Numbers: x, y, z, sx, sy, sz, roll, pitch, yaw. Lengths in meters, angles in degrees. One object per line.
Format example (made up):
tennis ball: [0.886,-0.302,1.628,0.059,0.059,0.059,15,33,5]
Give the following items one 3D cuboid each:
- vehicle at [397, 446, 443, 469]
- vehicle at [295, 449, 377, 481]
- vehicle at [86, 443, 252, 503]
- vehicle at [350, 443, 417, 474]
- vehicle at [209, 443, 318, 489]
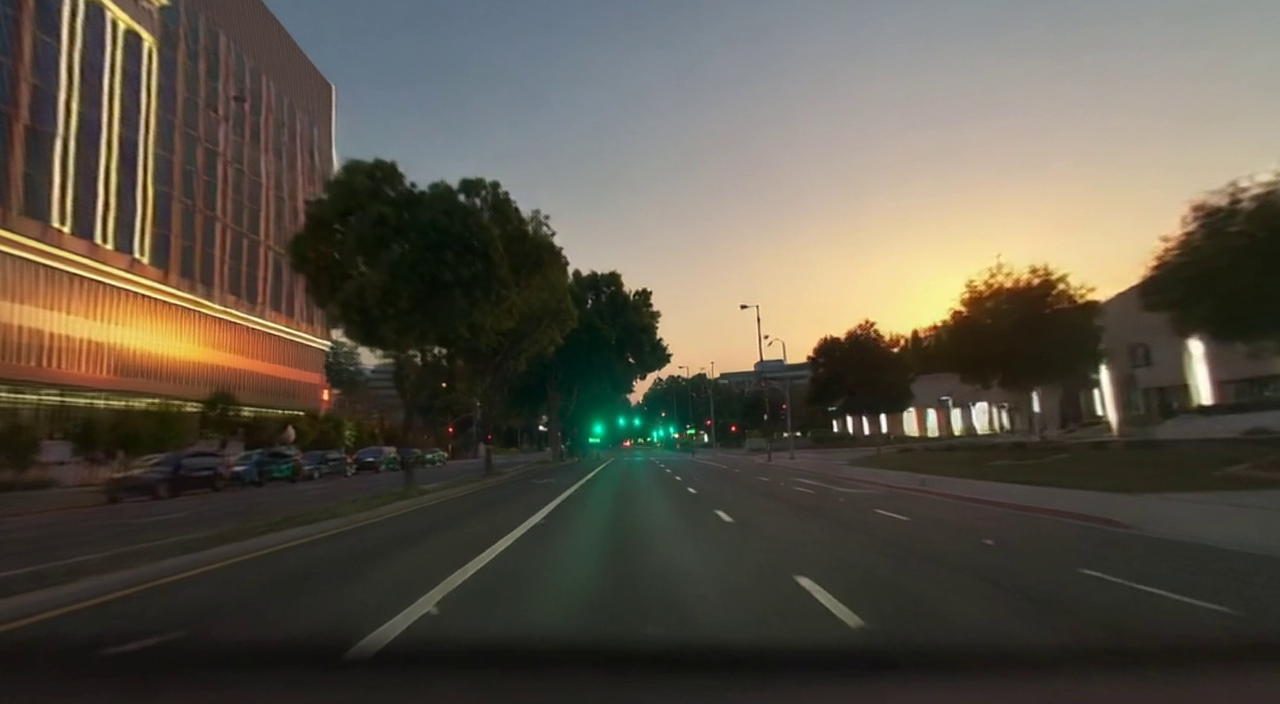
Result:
vehicle: [-15.831,7.609,45.701,1.831,1.599,4.080,0,-8,0]
vehicle: [-15.445,5.730,32.401,1.776,1.468,5.089,0,-8,-1]
vehicle: [-15.515,3.963,21.268,1.950,1.749,5.006,1,-8,-4]
vehicle: [-15.623,6.501,38.785,1.978,1.760,5.097,0,-8,0]
vehicle: [-15.870,4.787,26.954,1.880,1.791,4.666,0,-8,-2]
